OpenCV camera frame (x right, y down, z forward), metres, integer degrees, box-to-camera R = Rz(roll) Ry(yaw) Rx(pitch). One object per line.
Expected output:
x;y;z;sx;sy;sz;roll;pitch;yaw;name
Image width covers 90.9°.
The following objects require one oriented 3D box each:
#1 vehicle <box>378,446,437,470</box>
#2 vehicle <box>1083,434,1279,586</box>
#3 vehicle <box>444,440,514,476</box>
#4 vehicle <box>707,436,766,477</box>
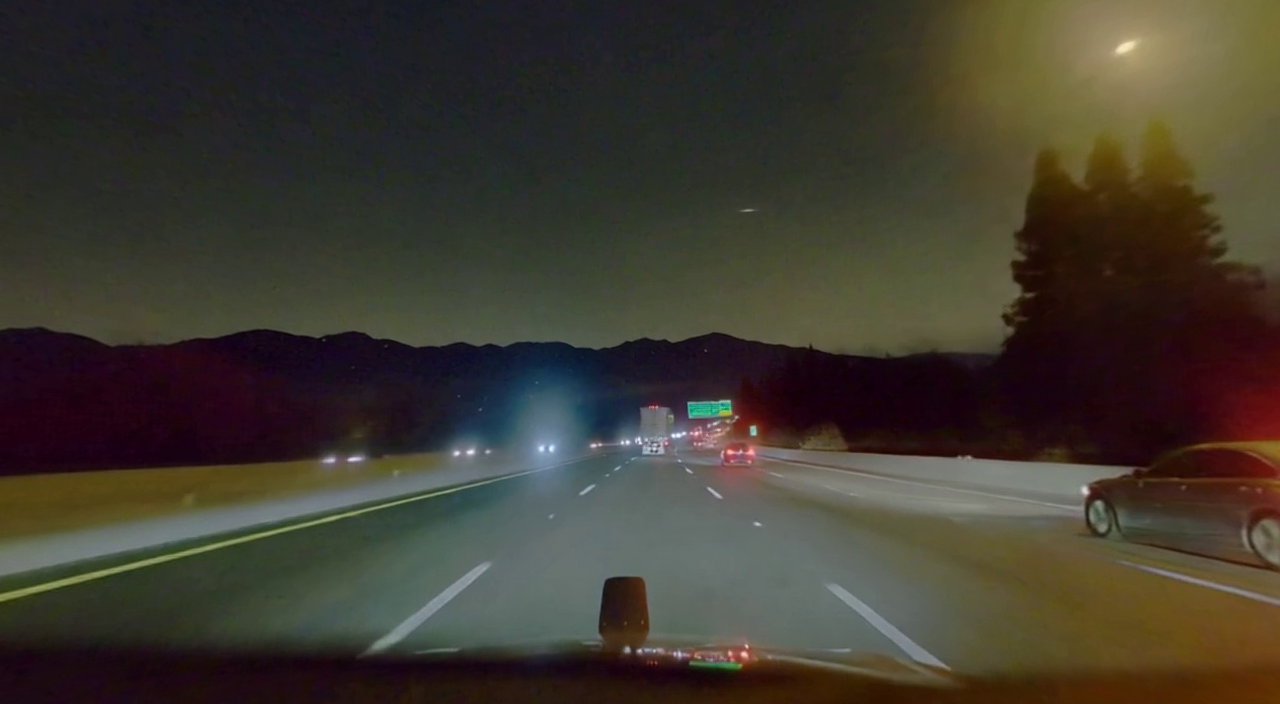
-15.379;6.995;41.933;1.974;1.501;4.698;-1;-8;2;vehicle
7.117;1.581;6.552;1.982;1.440;4.171;0;-8;1;vehicle
-7.372;4.911;29.333;1.974;1.488;4.325;-1;-9;2;vehicle
4.066;4.468;27.161;1.880;1.624;3.941;0;-8;0;vehicle
